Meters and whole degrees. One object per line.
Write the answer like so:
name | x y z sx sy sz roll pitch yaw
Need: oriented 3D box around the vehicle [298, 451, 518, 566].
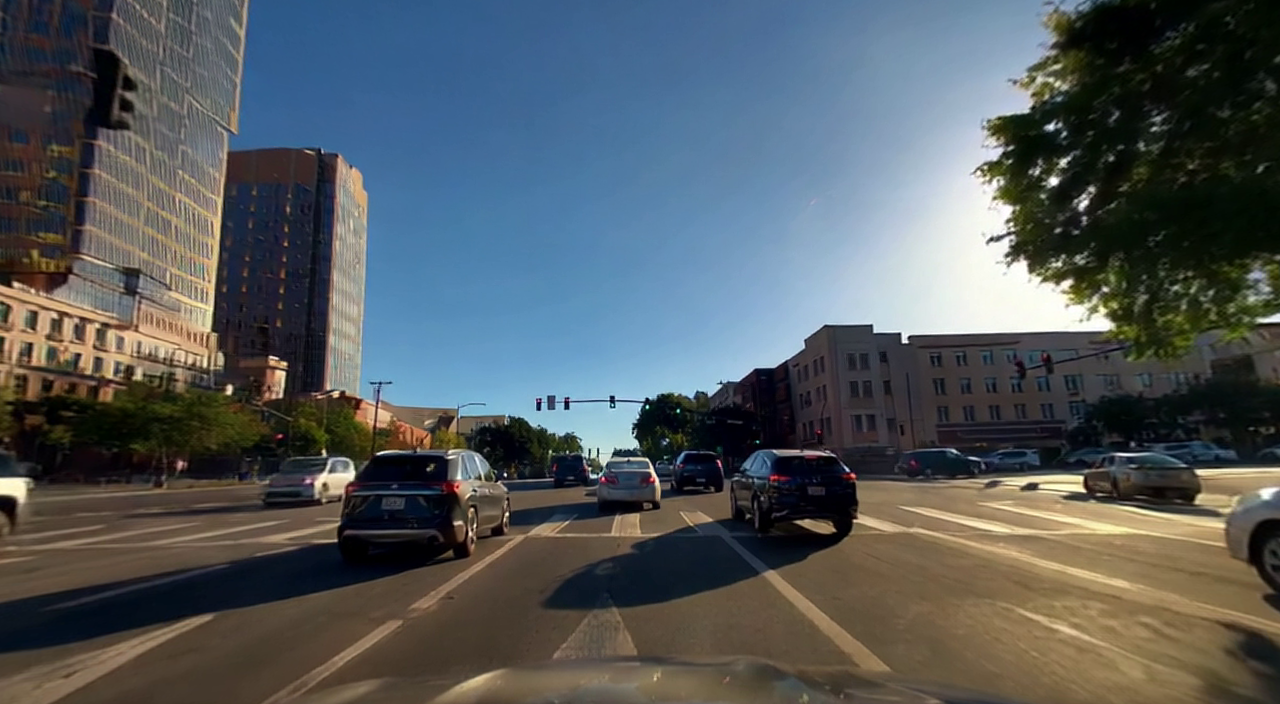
vehicle | -3.501 2.419 10.638 2.045 1.463 4.490 0 -8 0

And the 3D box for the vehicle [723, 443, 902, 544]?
vehicle | 3.044 2.597 12.480 1.996 1.566 4.917 0 -8 -2

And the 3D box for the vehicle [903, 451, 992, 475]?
vehicle | 19.319 6.985 39.835 4.620 1.446 1.950 0 -8 -3

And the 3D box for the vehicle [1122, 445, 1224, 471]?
vehicle | 31.055 6.148 36.896 4.357 1.444 1.783 0 -8 -2

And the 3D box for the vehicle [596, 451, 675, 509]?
vehicle | -0.170 3.714 18.742 2.098 1.461 3.958 0 -8 -1

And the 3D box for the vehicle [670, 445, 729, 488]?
vehicle | 2.628 5.179 29.062 2.138 1.778 4.422 0 -8 -2

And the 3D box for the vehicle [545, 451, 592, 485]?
vehicle | -3.817 6.267 34.449 2.033 1.714 4.278 0 -8 0

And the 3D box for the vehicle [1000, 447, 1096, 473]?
vehicle | 23.691 6.254 36.747 4.255 1.465 1.936 0 -9 -3

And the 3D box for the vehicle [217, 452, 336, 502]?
vehicle | -14.533 4.966 25.628 2.126 1.785 4.534 0 -8 0
